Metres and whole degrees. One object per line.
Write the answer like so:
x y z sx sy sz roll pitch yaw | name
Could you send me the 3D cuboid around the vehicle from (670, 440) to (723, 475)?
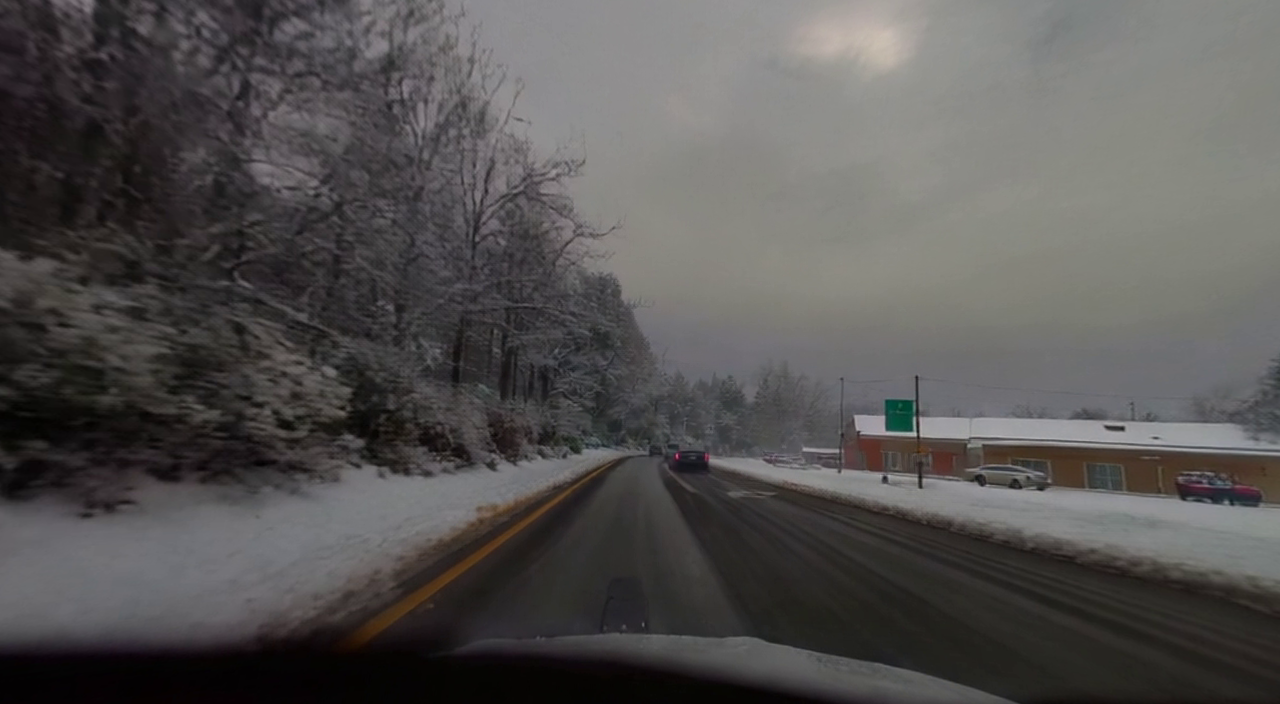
2.515 4.839 29.286 1.956 1.473 4.640 0 -8 -1 | vehicle
